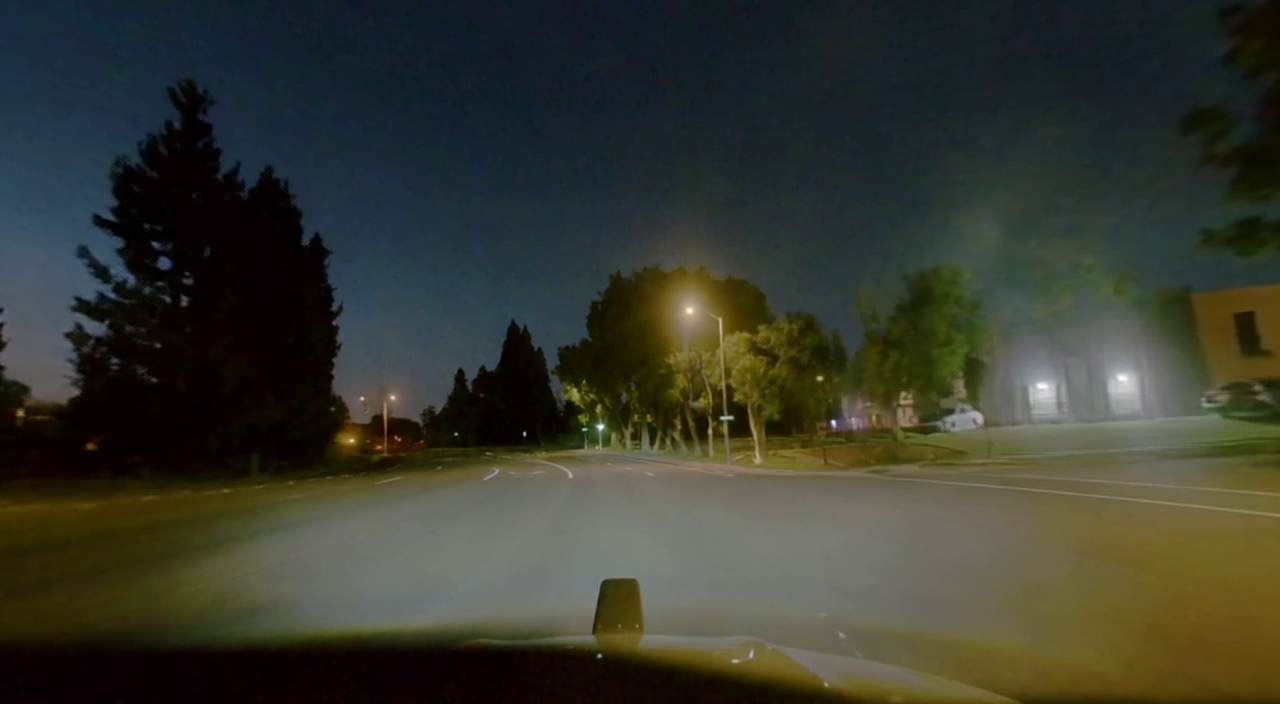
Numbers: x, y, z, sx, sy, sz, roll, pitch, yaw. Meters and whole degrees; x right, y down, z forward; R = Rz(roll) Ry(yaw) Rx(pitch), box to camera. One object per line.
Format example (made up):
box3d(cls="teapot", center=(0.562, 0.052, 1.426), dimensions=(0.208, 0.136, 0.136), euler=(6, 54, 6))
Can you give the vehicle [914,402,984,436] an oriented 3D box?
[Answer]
box3d(cls="vehicle", center=(18.278, 3.987, 37.127), dimensions=(4.740, 1.779, 2.023), euler=(8, -12, -43))
